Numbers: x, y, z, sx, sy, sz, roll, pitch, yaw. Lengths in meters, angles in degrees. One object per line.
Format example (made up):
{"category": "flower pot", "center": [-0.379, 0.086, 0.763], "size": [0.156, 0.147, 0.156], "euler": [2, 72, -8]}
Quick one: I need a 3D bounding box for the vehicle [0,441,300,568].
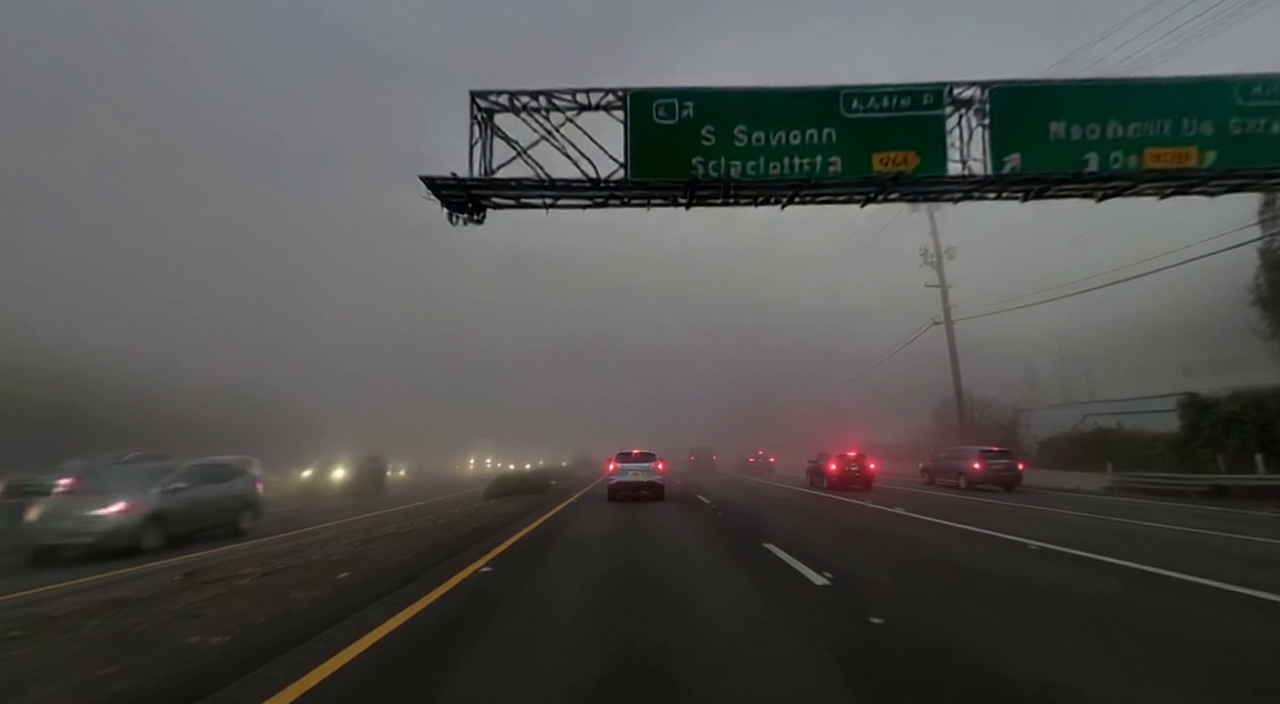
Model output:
{"category": "vehicle", "center": [-7.879, 2.297, 10.410], "size": [2.004, 1.596, 4.520], "euler": [0, -9, 0]}

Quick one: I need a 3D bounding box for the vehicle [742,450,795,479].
{"category": "vehicle", "center": [7.106, 6.245, 35.373], "size": [1.934, 1.461, 4.368], "euler": [0, -9, -2]}

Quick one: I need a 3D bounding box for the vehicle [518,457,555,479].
{"category": "vehicle", "center": [-7.672, 8.626, 47.279], "size": [1.937, 1.477, 4.561], "euler": [0, -9, 2]}

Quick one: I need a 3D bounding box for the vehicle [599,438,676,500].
{"category": "vehicle", "center": [-0.093, 3.826, 21.118], "size": [2.298, 1.809, 4.359], "euler": [0, -9, 0]}

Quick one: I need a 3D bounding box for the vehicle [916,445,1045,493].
{"category": "vehicle", "center": [11.583, 3.978, 21.902], "size": [1.901, 1.485, 4.483], "euler": [0, -9, -1]}

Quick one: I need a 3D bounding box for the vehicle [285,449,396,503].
{"category": "vehicle", "center": [-10.921, 4.499, 23.450], "size": [1.955, 1.758, 4.486], "euler": [0, -9, -1]}

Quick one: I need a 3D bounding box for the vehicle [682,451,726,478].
{"category": "vehicle", "center": [3.773, 6.665, 37.730], "size": [2.115, 1.481, 3.968], "euler": [0, -9, -1]}

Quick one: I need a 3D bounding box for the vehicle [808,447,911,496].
{"category": "vehicle", "center": [7.356, 4.015, 21.687], "size": [1.958, 1.473, 4.201], "euler": [0, -9, -1]}
